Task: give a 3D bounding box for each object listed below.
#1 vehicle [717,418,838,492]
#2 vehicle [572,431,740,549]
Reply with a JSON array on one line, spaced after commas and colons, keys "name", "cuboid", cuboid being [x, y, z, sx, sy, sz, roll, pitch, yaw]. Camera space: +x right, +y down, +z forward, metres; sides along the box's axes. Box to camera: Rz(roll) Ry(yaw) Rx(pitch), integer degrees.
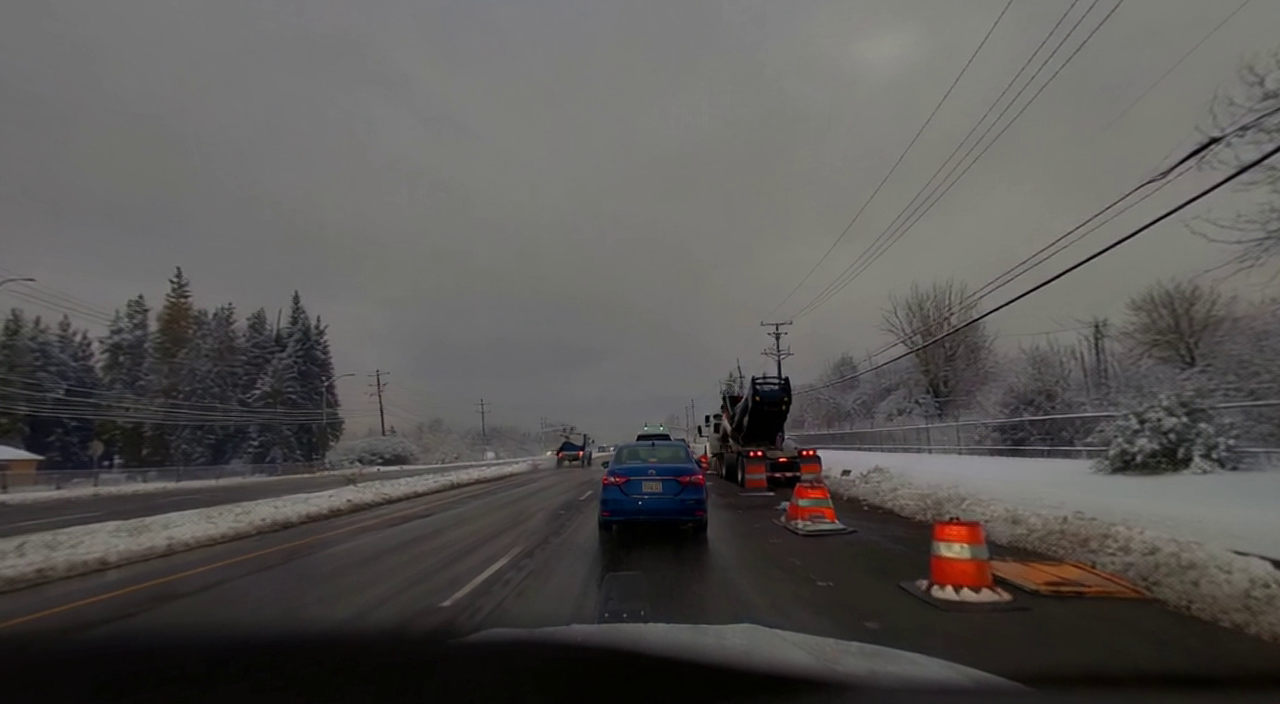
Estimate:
[{"name": "vehicle", "cuboid": [4.154, 3.288, 20.445, 2.555, 2.017, 6.201, 0, -8, 1]}, {"name": "vehicle", "cuboid": [0.211, 2.071, 10.192, 2.128, 1.473, 4.272, 0, -8, 0]}]
